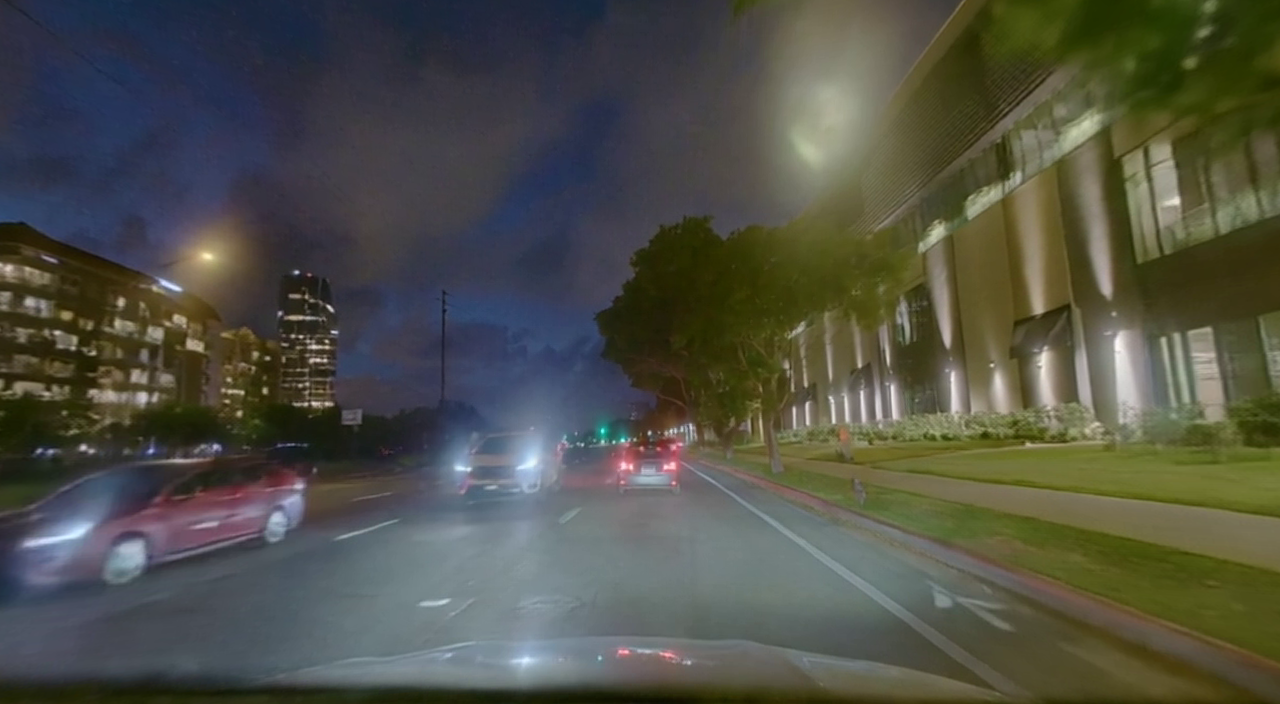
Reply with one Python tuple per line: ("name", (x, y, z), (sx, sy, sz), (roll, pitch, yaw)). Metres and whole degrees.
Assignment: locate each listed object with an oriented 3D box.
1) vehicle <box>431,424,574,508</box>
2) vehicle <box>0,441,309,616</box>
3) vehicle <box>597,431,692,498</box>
("vehicle", (-3.074, 2.699, 15.421), (2.294, 1.695, 4.792), (-1, -8, 2))
("vehicle", (-6.420, 1.840, 7.677), (2.170, 1.465, 4.648), (-1, -8, 2))
("vehicle", (0.142, 2.832, 16.294), (2.116, 1.479, 4.358), (0, -8, 1))
